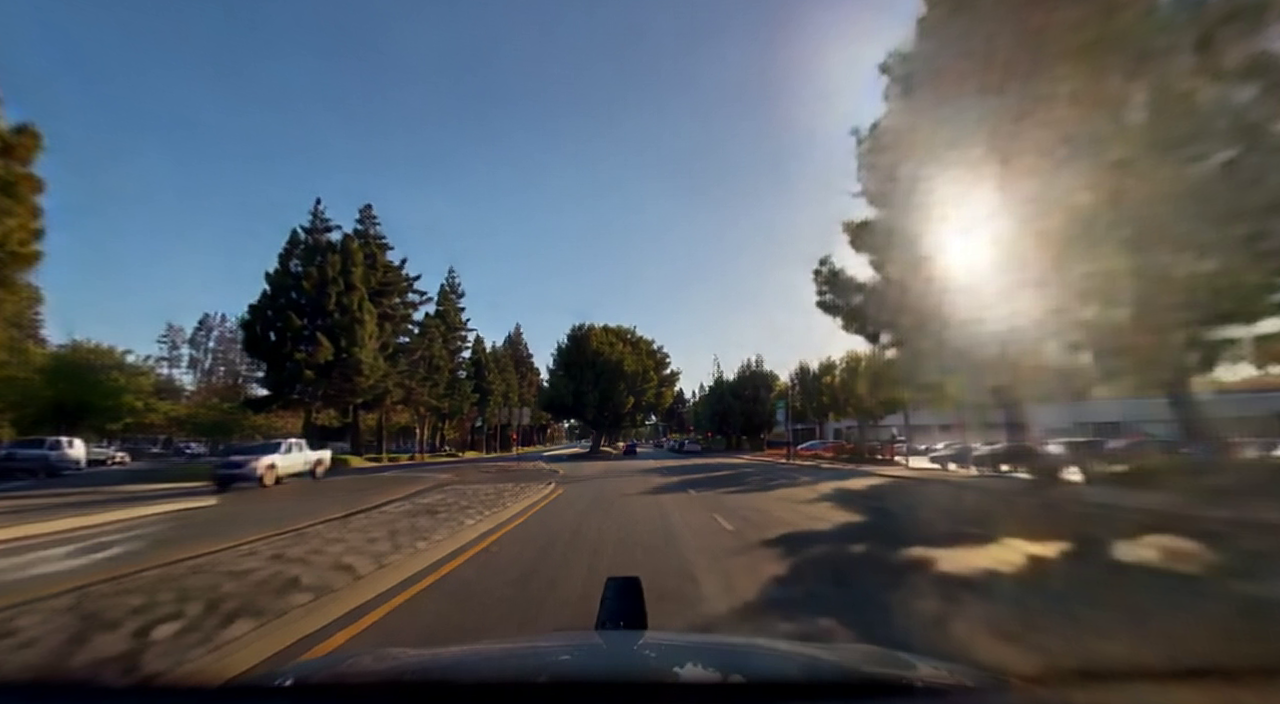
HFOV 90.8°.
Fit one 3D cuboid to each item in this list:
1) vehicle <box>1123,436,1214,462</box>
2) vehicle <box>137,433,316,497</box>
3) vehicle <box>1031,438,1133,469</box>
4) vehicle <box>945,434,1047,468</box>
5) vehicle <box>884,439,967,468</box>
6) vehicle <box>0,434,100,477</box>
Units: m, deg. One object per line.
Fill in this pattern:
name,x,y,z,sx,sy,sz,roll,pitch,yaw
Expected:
vehicle,34.053,6.254,40.873,1.774,1.551,4.340,1,-9,-7
vehicle,-13.239,3.628,20.444,4.497,1.774,1.958,-3,-9,3
vehicle,24.670,5.630,35.510,1.988,1.617,4.524,1,-8,-10
vehicle,21.249,5.959,38.093,2.150,1.812,5.372,0,-8,-13
vehicle,16.460,5.876,36.765,1.966,1.583,4.568,2,-9,-13
vehicle,-40.701,6.911,42.425,6.096,2.729,2.827,0,-8,-1
